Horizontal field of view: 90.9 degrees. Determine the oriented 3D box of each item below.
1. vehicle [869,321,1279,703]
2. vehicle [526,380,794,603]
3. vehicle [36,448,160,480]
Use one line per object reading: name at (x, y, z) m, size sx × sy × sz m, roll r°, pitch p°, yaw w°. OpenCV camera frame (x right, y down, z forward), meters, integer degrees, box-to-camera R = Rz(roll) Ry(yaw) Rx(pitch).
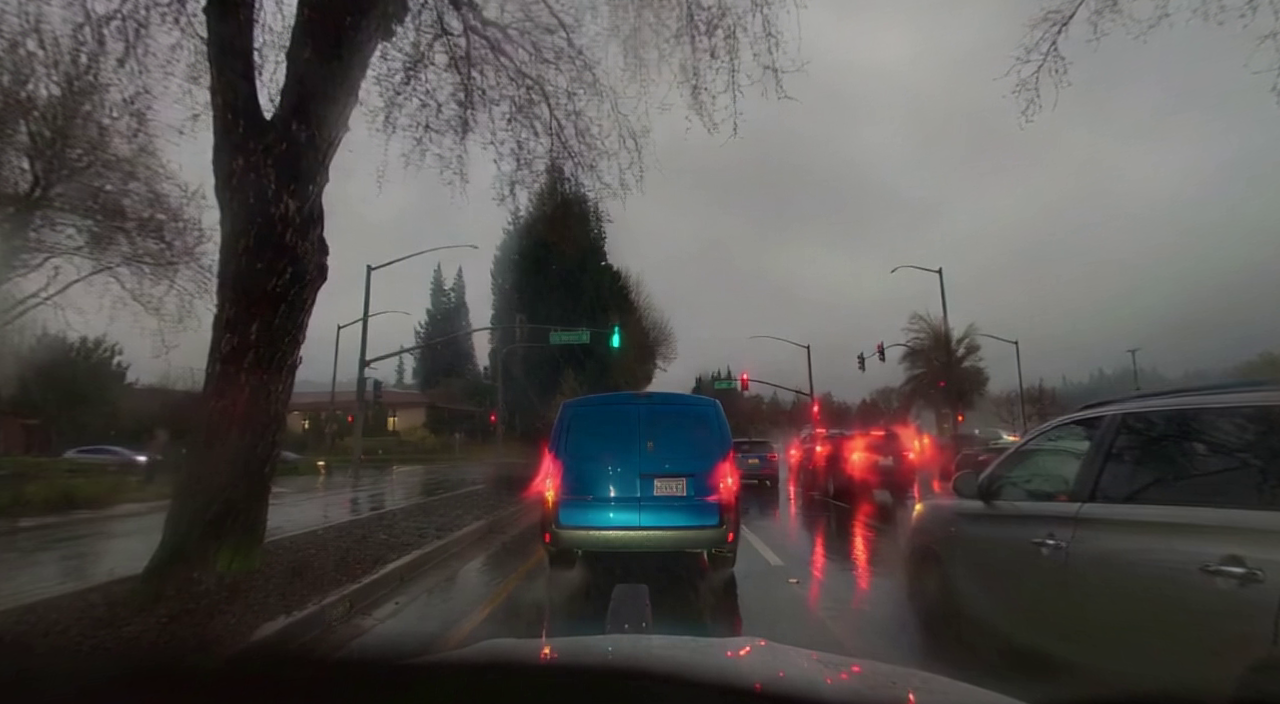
vehicle at (2.900, 0.945, 3.168) m, size 1.971 × 1.663 × 4.287 m, roll 0°, pitch -8°, yaw 2°
vehicle at (0.179, 1.466, 7.439) m, size 2.185 × 1.822 × 4.391 m, roll 0°, pitch -8°, yaw 1°
vehicle at (-27.315, 5.633, 31.882) m, size 4.425 × 1.427 × 1.911 m, roll 1°, pitch -5°, yaw -5°
